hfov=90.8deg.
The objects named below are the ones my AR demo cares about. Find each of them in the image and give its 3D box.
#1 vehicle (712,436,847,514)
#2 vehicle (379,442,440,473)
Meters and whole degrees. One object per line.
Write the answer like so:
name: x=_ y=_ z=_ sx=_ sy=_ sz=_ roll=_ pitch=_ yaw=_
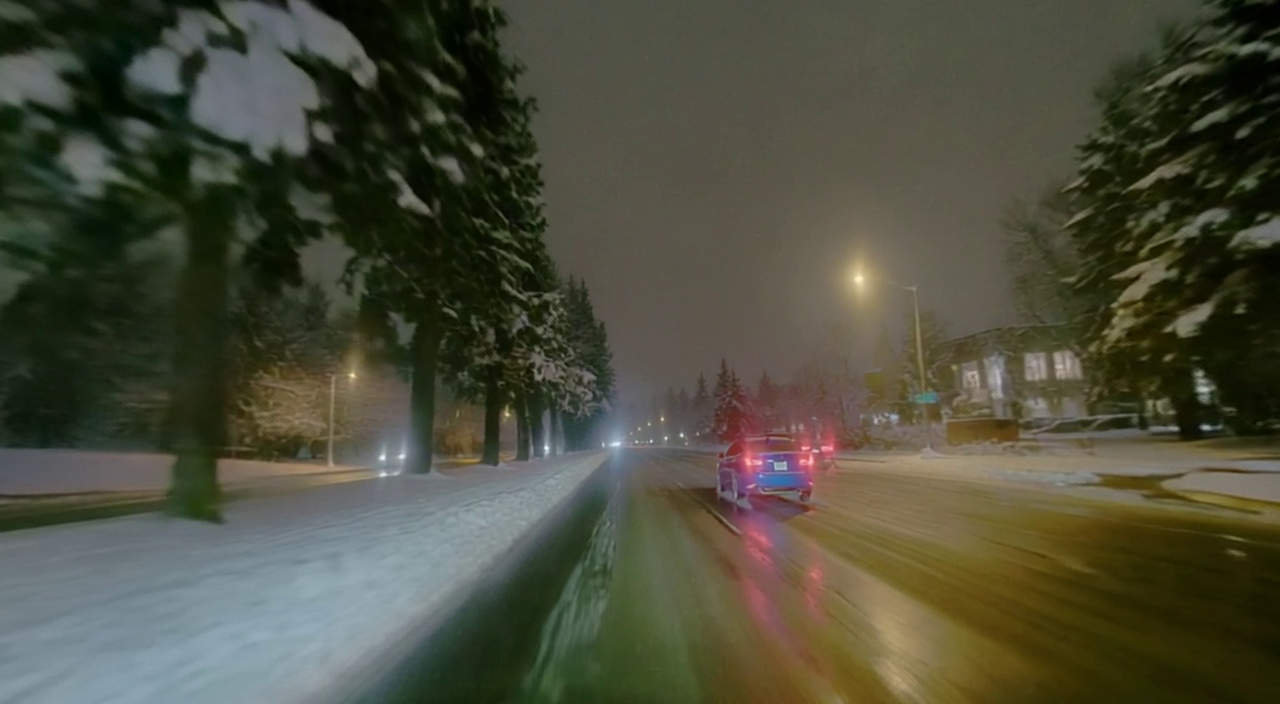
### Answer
vehicle: x=2.927 y=2.668 z=14.276 sx=1.950 sy=1.473 sz=4.259 roll=0 pitch=-8 yaw=-2
vehicle: x=-15.738 y=7.207 z=43.510 sx=2.234 sy=1.957 sz=5.941 roll=0 pitch=-8 yaw=-3
